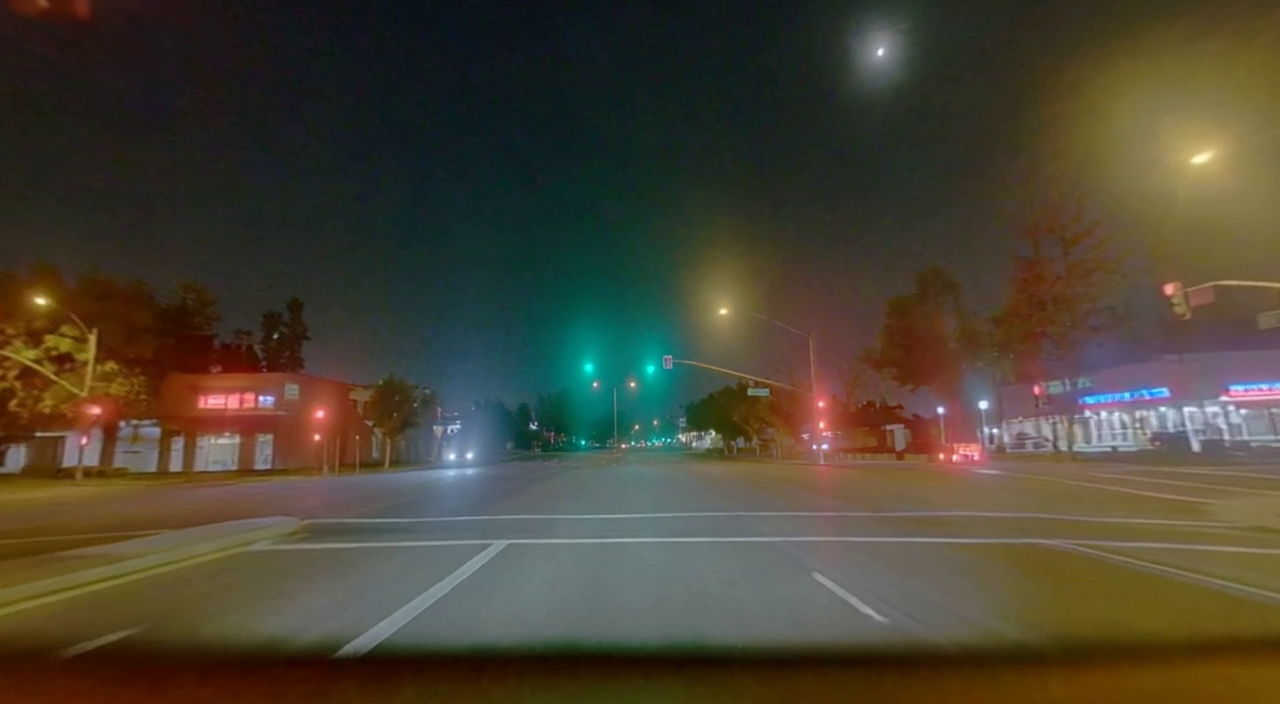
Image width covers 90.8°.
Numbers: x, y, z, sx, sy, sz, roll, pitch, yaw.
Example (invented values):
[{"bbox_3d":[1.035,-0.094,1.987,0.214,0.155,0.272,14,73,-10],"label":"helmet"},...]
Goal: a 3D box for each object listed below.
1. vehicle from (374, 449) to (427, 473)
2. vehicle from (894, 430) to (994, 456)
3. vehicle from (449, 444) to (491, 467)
[{"bbox_3d":[-16.511,7.503,43.787,1.924,1.557,4.357,0,-9,1],"label":"vehicle"},{"bbox_3d":[20.974,6.320,43.742,5.587,1.689,2.605,0,-9,-3],"label":"vehicle"},{"bbox_3d":[-12.913,7.908,48.268,1.892,1.639,4.311,0,-9,1],"label":"vehicle"}]
